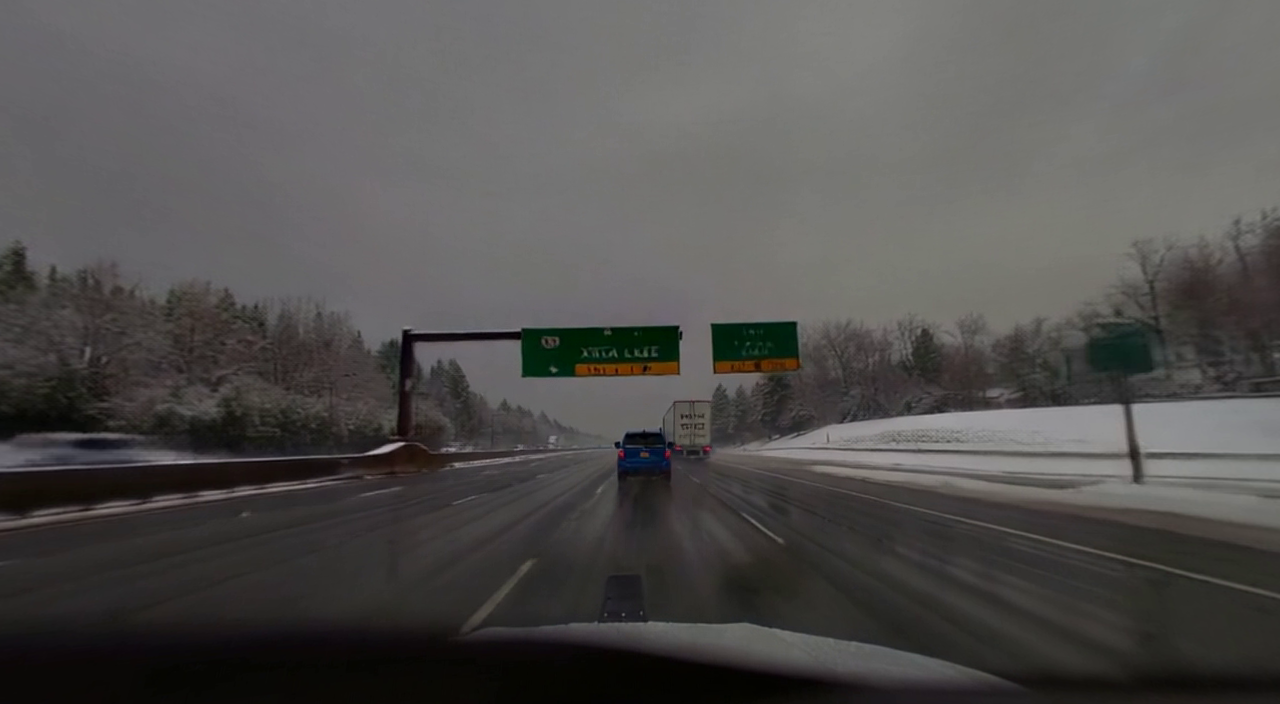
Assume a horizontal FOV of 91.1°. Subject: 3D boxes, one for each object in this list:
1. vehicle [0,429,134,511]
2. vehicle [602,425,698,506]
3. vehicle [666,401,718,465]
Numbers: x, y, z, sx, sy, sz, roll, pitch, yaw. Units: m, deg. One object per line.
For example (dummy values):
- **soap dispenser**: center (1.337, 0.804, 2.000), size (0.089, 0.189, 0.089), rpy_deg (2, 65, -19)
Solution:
- **vehicle**: center (-15.259, 2.744, 14.756), size (2.097, 1.813, 5.472), rpy_deg (0, -8, 1)
- **vehicle**: center (0.247, 2.745, 15.606), size (2.054, 1.706, 4.201), rpy_deg (0, -8, 1)
- **vehicle**: center (3.692, 6.405, 48.606), size (2.909, 4.135, 15.820), rpy_deg (0, -8, 1)
